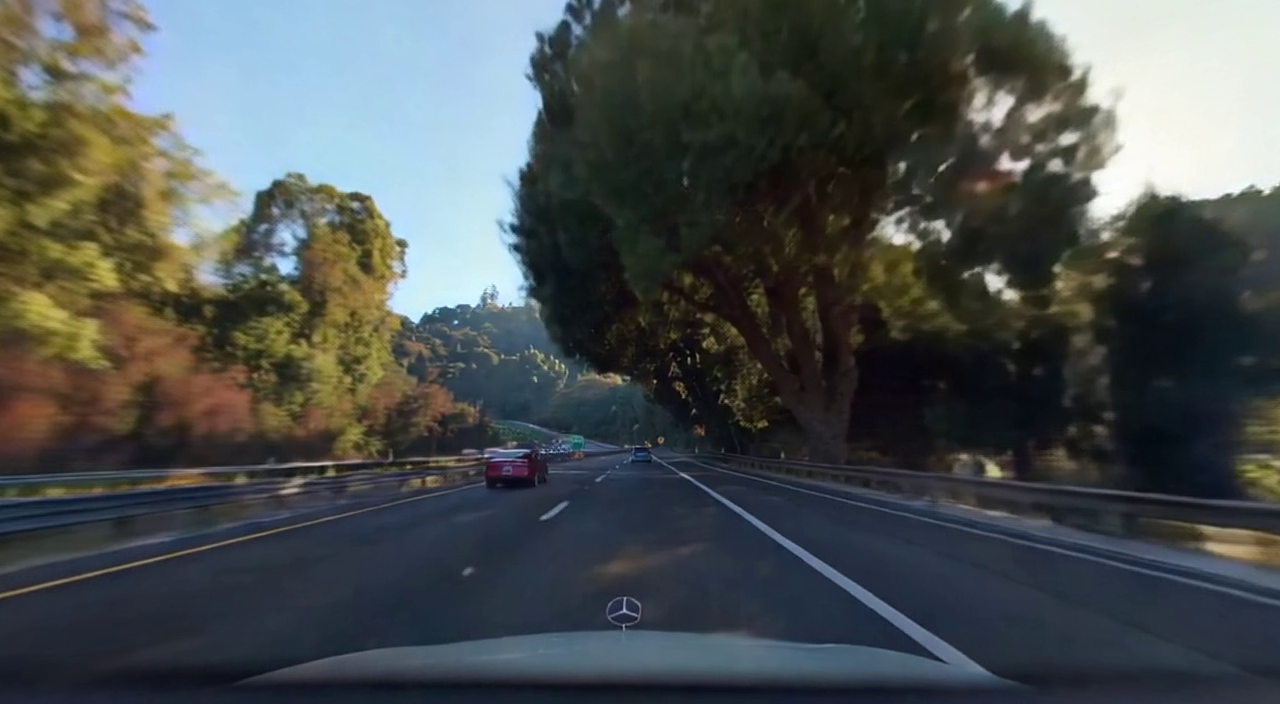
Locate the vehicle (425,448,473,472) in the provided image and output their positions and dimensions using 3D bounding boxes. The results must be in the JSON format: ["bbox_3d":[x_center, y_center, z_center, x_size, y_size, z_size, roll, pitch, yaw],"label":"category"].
[{"bbox_3d":[-13.220,7.487,43.896,1.904,1.580,4.453,0,-9,1],"label":"vehicle"}]

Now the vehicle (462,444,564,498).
[{"bbox_3d":[-3.810,3.661,19.830,2.157,1.483,4.601,0,-9,1],"label":"vehicle"}]

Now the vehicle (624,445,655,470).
[{"bbox_3d":[-0.018,7.176,43.072,2.011,1.590,3.607,0,-9,1],"label":"vehicle"}]
